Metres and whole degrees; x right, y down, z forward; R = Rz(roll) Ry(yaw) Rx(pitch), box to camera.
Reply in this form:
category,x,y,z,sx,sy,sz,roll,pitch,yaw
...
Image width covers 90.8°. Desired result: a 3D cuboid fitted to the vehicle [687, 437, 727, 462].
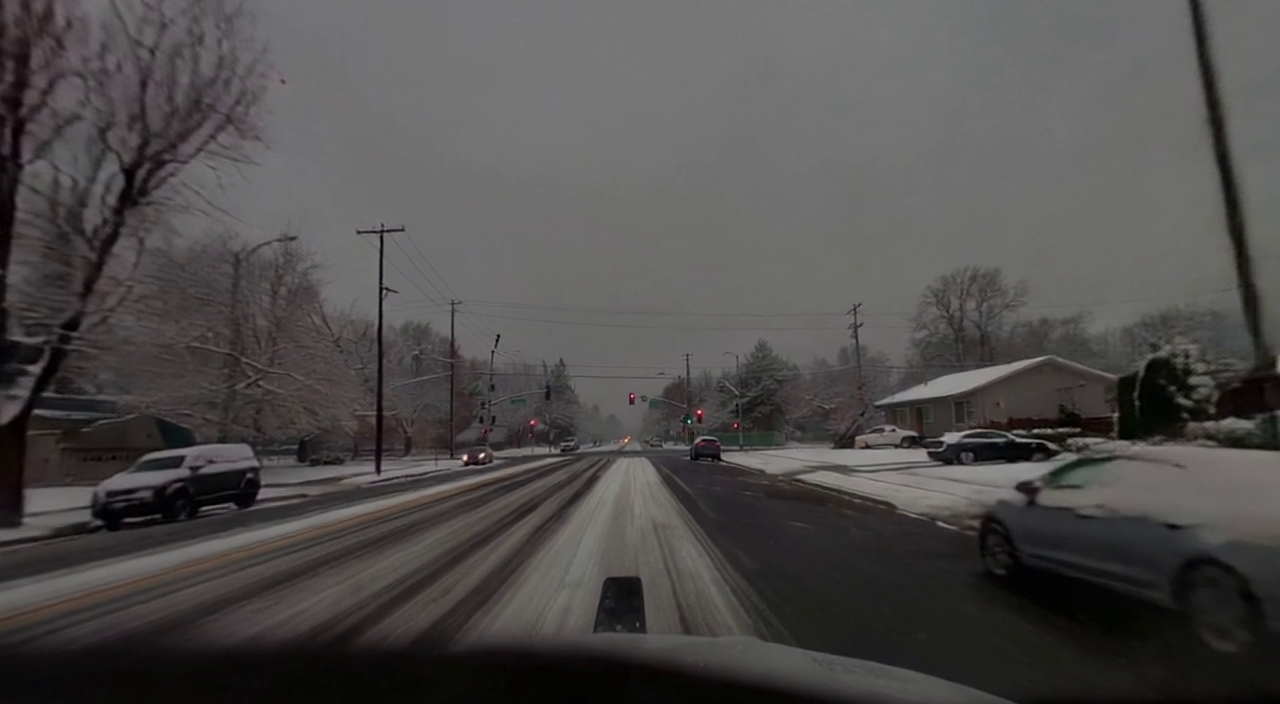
category,x,y,z,sx,sy,sz,roll,pitch,yaw
vehicle,4.305,6.346,41.258,1.963,1.477,4.804,0,-8,-1

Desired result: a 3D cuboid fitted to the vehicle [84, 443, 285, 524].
category,x,y,z,sx,sy,sz,roll,pitch,yaw
vehicle,-11.385,3.253,16.280,1.977,1.753,4.278,0,-8,0

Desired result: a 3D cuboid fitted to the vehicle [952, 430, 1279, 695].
category,x,y,z,sx,sy,sz,roll,pitch,yaw
vehicle,4.551,1.363,4.919,2.063,1.444,4.217,0,-8,0

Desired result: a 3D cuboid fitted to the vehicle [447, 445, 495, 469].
category,x,y,z,sx,sy,sz,roll,pitch,yaw
vehicle,-11.755,7.312,44.213,2.029,1.550,4.562,0,-8,1

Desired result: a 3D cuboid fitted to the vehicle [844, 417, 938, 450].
category,x,y,z,sx,sy,sz,roll,pitch,yaw
vehicle,14.414,4.711,36.414,4.500,1.875,2.046,0,-8,-1
